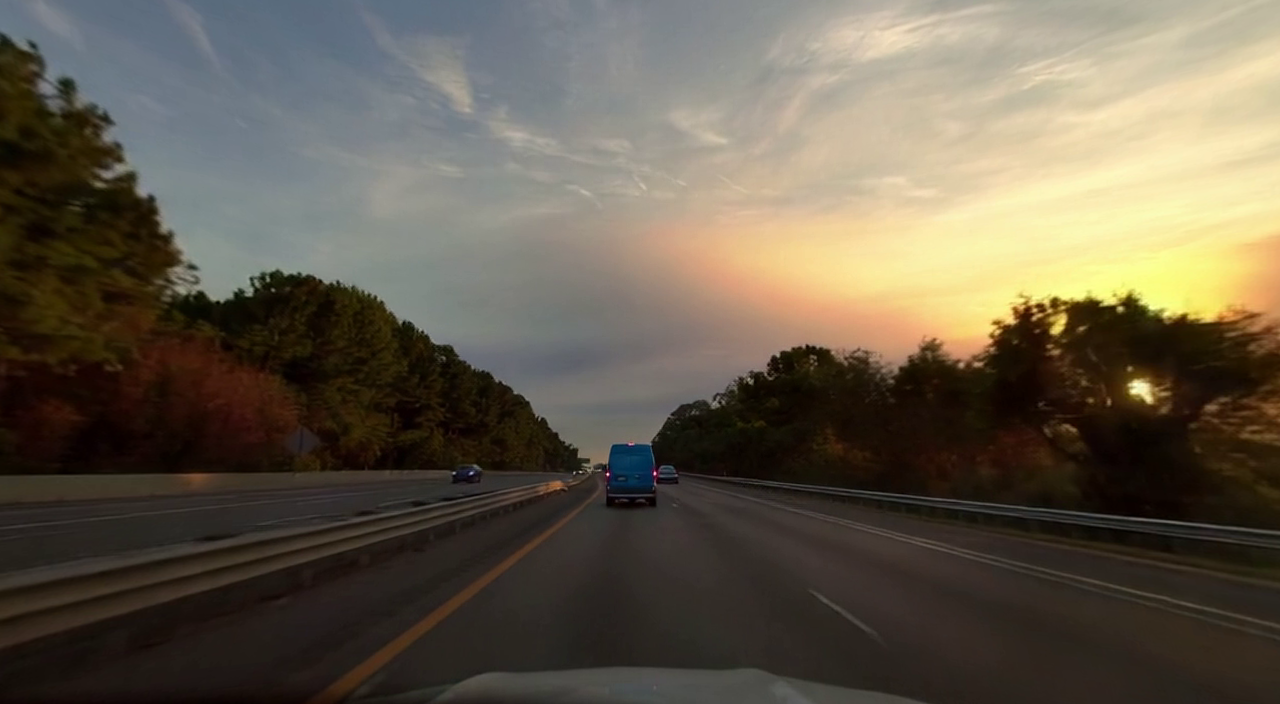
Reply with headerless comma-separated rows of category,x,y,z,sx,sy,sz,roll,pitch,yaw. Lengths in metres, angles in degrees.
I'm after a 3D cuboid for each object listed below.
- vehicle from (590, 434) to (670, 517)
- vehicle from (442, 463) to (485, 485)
vehicle,-0.444,4.284,22.143,2.375,2.432,6.161,1,-10,-3
vehicle,-13.464,9.326,48.254,1.950,1.574,4.596,1,-10,0
